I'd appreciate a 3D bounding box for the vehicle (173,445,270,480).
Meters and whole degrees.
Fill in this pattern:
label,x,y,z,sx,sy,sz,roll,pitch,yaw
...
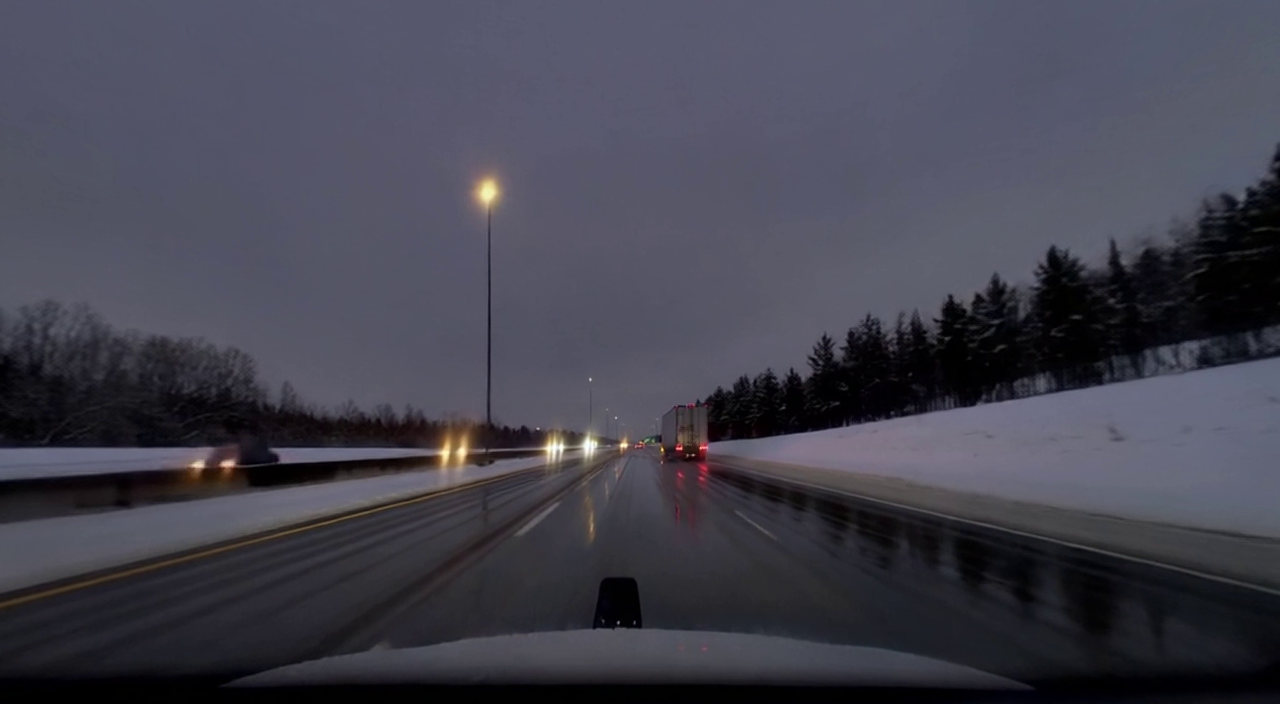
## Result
label,x,y,z,sx,sy,sz,roll,pitch,yaw
vehicle,-19.088,5.036,29.053,1.809,1.498,3.871,0,-9,0
